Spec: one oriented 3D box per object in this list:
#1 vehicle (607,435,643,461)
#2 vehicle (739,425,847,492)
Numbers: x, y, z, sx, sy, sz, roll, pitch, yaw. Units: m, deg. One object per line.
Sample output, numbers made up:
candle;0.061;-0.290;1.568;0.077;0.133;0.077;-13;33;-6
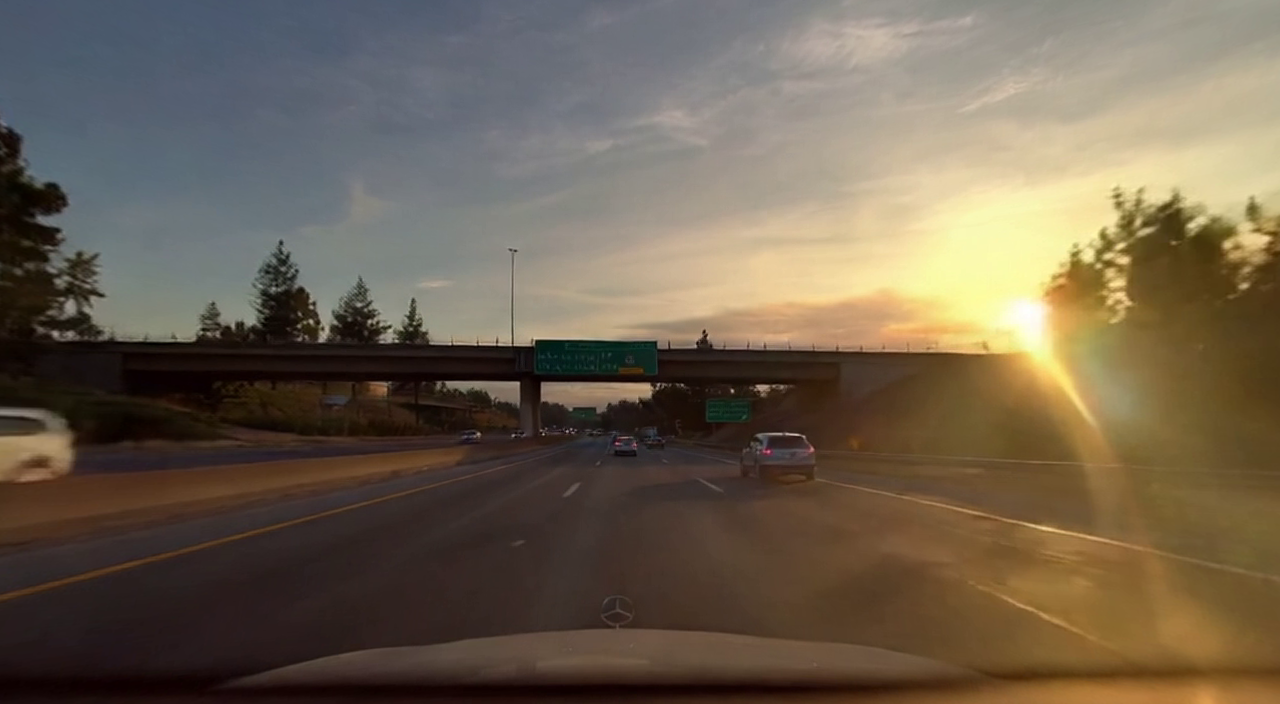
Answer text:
vehicle;-0.894;5.599;37.056;1.987;1.440;3.565;1;-8;-2
vehicle;4.009;2.846;17.188;1.892;1.600;3.782;1;-8;-2
